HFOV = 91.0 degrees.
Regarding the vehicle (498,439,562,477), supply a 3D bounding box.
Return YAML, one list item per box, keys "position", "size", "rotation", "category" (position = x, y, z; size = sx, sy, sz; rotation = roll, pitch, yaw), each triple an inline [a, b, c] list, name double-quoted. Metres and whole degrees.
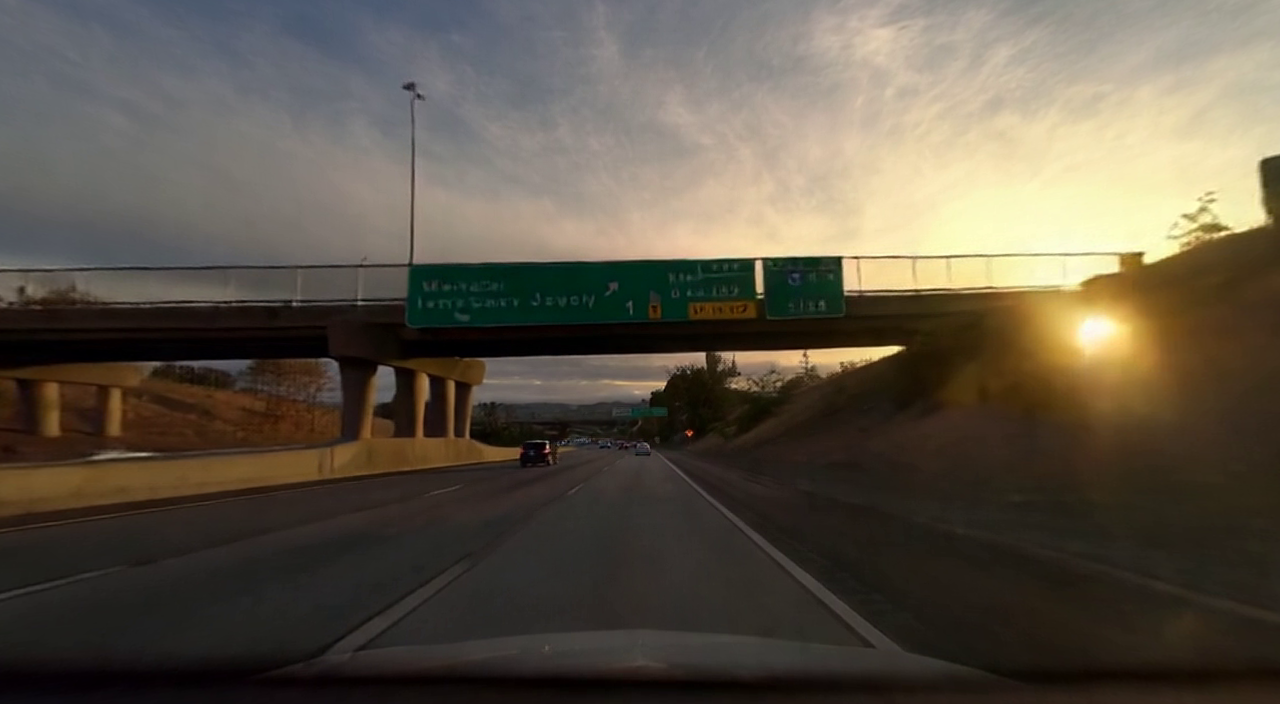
- position: [-4.888, 4.791, 28.780]
  size: [1.916, 1.545, 4.757]
  rotation: [0, -8, 2]
  category: "vehicle"
